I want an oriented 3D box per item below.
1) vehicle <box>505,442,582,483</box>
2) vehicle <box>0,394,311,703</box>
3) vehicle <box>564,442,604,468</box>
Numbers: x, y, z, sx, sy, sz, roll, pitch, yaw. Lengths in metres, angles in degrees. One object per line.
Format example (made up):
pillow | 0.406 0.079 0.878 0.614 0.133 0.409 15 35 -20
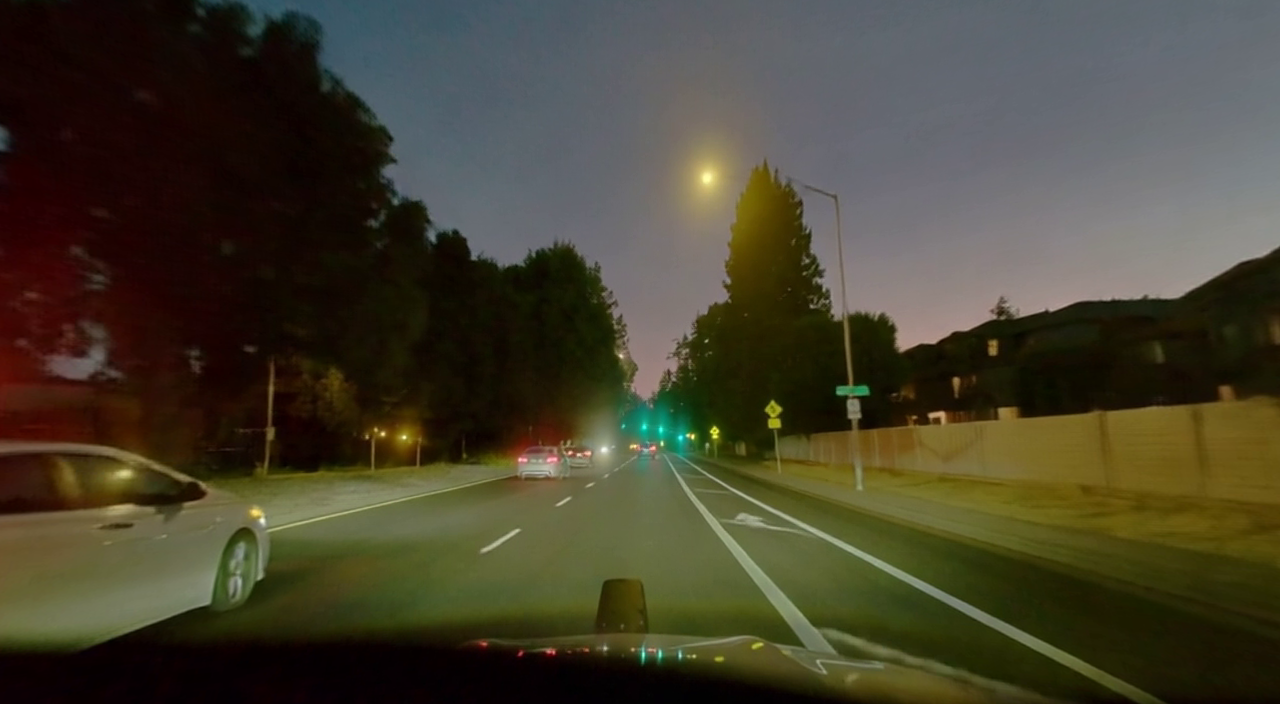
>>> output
vehicle | -3.733 4.371 25.289 2.188 1.473 4.651 0 -8 2
vehicle | -4.061 0.997 3.078 2.190 1.545 4.943 0 -8 1
vehicle | -3.553 6.609 40.584 2.110 1.529 4.743 0 -8 1
